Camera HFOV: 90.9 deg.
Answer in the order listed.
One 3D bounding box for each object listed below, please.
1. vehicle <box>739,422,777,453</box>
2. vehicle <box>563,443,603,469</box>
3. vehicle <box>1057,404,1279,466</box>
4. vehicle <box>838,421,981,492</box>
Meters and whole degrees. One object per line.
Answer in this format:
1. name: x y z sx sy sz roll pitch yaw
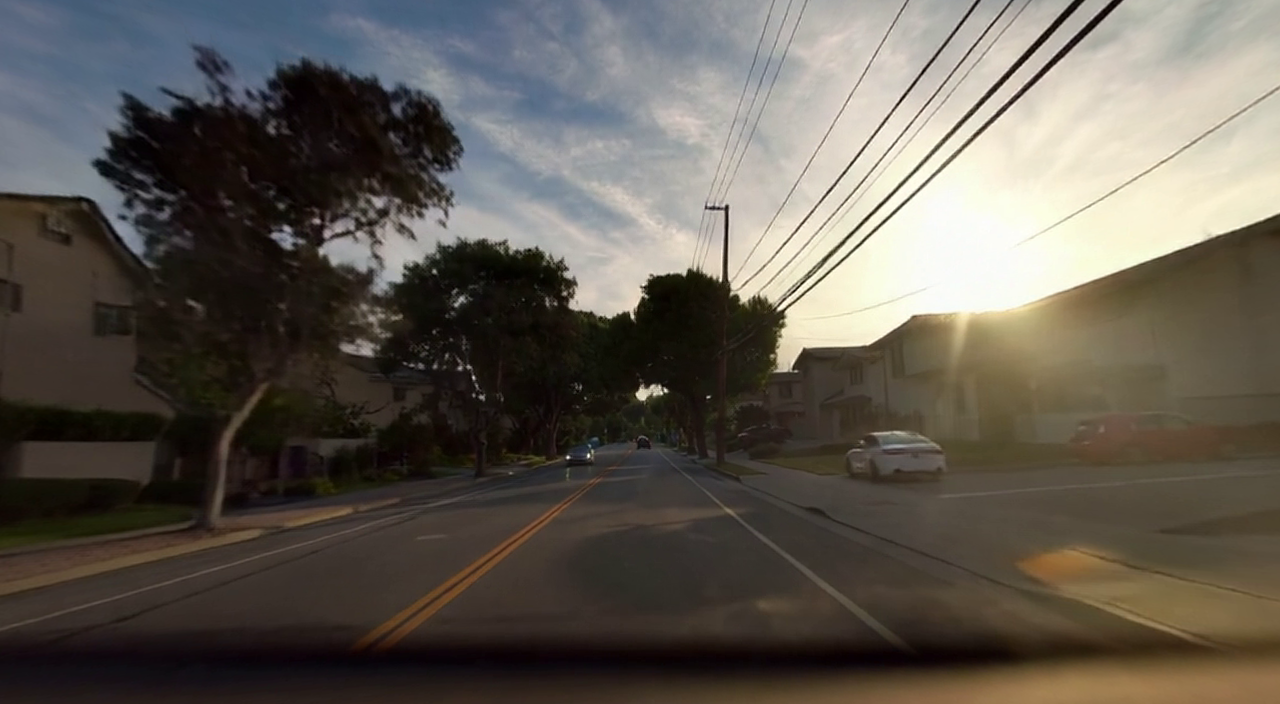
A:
1. vehicle: 7.905 5.804 42.561 1.878 1.743 4.556 -7 -9 4
2. vehicle: -3.534 6.558 39.979 2.028 1.488 4.392 0 -8 2
3. vehicle: 14.332 2.231 16.811 4.848 1.509 1.976 -1 -8 9
4. vehicle: 7.124 2.825 17.278 2.071 1.510 4.418 -6 -9 3
